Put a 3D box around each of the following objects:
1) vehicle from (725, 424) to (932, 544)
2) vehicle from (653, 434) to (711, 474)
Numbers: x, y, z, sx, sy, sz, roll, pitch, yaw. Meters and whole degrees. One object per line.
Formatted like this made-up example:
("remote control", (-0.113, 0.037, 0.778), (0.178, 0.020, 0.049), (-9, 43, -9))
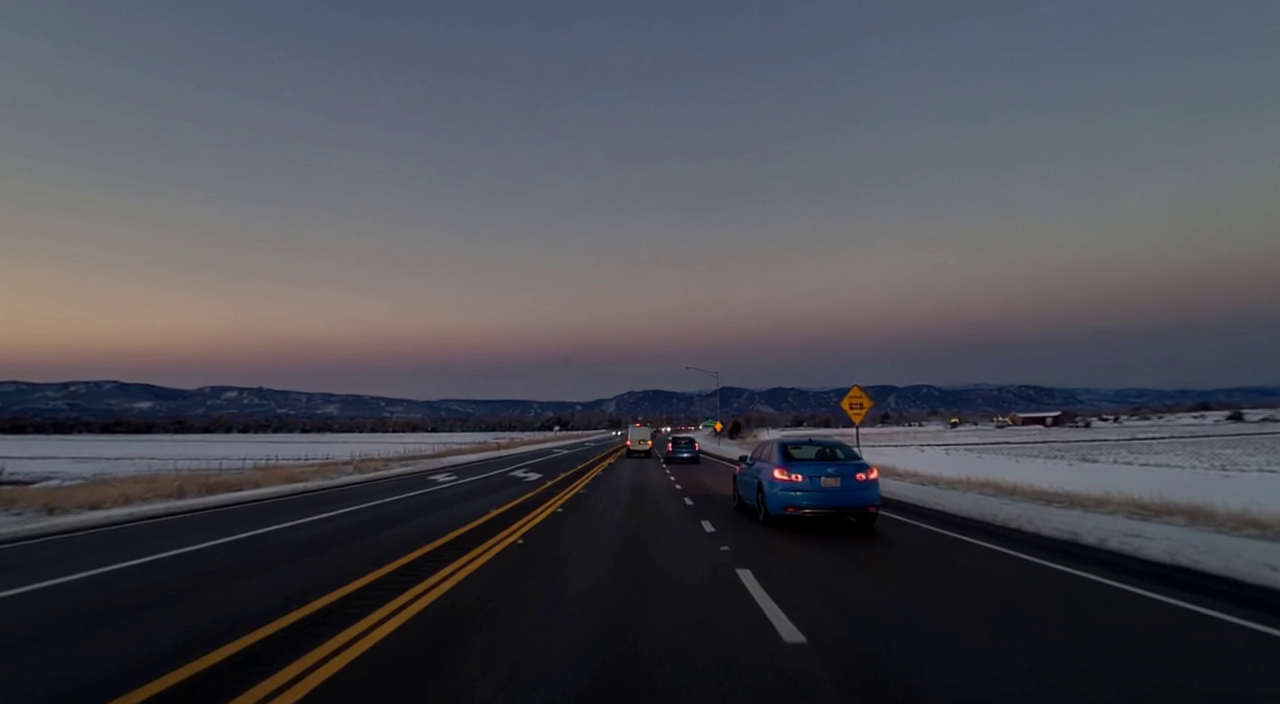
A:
("vehicle", (2.702, 1.995, 10.179), (2.007, 1.534, 3.976), (0, -8, -2))
("vehicle", (1.663, 4.249, 26.503), (2.026, 1.531, 4.273), (0, -8, -2))
